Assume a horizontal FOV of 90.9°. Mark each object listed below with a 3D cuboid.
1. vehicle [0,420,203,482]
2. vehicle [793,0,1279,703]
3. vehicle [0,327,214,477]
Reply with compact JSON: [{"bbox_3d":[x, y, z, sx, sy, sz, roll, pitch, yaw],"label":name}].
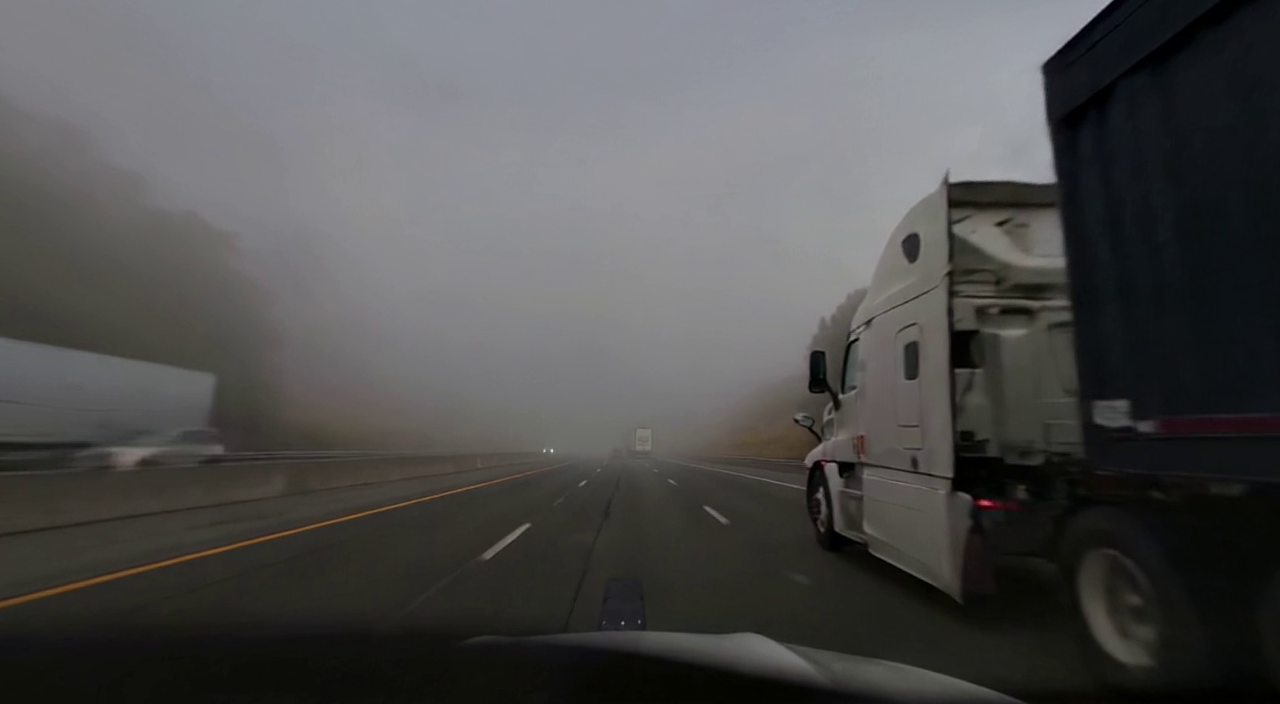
[{"bbox_3d":[-15.386,2.876,18.382,2.004,1.551,4.601,0,-9,-1],"label":"vehicle"},{"bbox_3d":[3.713,0.237,5.384,3.045,3.825,6.161,0,-9,-1],"label":"vehicle"},{"bbox_3d":[-19.711,1.809,20.230,3.413,4.196,12.063,0,-9,1],"label":"vehicle"}]
